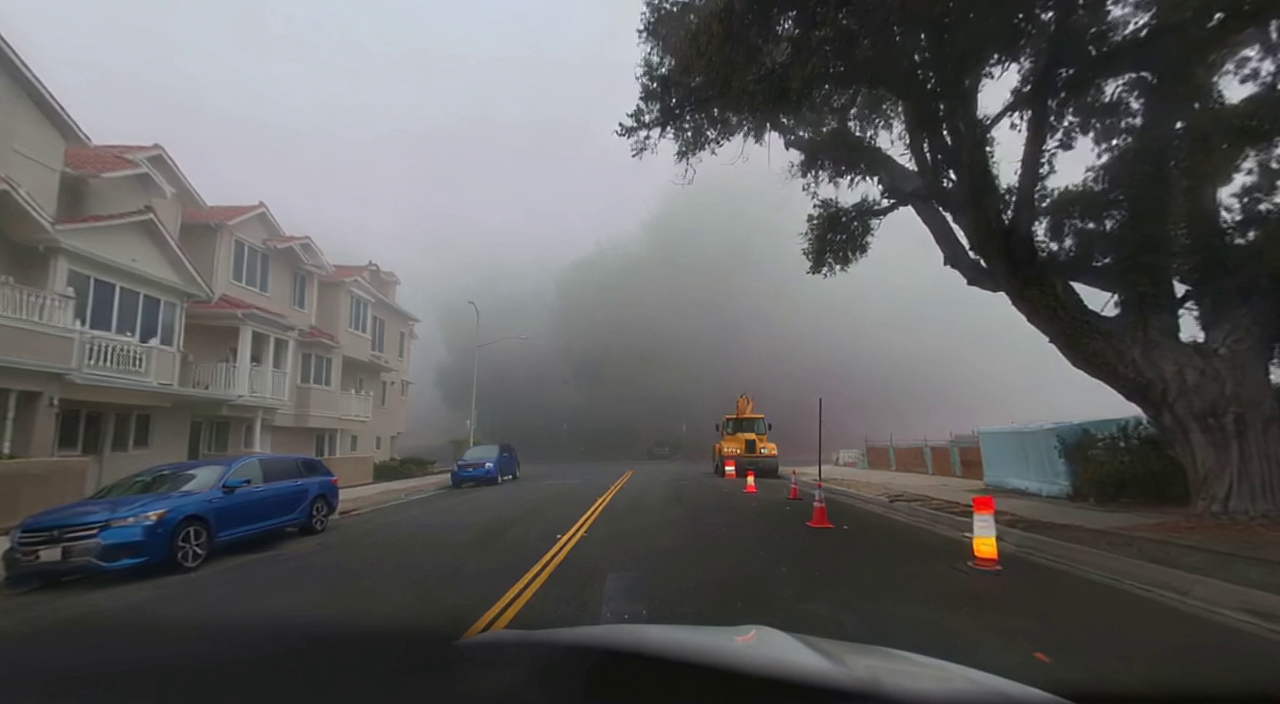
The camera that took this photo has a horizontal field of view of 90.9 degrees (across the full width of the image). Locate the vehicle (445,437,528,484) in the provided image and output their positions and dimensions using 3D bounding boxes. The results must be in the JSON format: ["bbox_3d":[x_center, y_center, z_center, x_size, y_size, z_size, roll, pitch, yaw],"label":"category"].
[{"bbox_3d":[-6.319,4.509,26.594,2.220,1.765,4.799,-1,-8,1],"label":"vehicle"}]

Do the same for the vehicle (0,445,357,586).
[{"bbox_3d":[-6.430,2.194,9.541,1.974,1.479,4.888,-1,-8,1],"label":"vehicle"}]

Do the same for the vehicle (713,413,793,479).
[{"bbox_3d":[4.777,4.064,27.291,2.501,2.613,3.505,1,-9,-6],"label":"vehicle"}]
